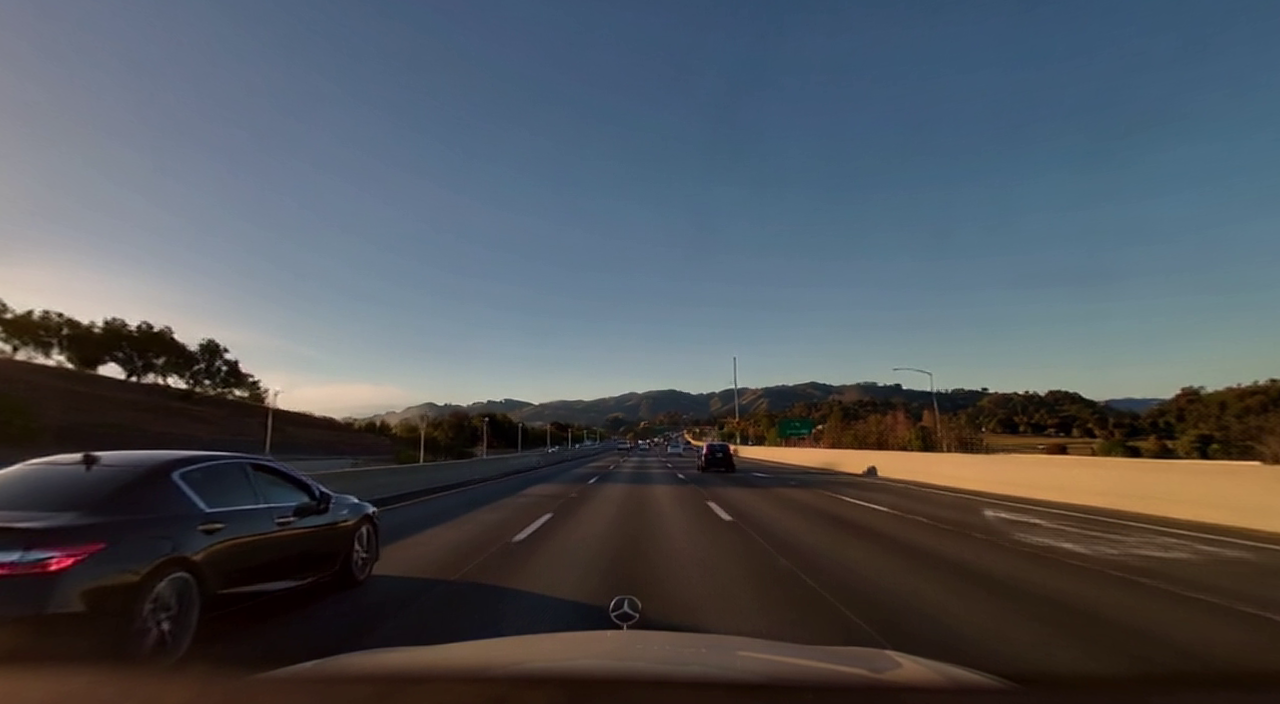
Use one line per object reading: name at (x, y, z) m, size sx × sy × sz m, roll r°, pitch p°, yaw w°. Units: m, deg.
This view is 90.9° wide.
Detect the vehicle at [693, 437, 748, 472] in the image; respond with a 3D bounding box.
vehicle at (3.708, 4.799, 29.703) m, size 1.916 × 1.469 × 4.481 m, roll 0°, pitch -8°, yaw -1°
